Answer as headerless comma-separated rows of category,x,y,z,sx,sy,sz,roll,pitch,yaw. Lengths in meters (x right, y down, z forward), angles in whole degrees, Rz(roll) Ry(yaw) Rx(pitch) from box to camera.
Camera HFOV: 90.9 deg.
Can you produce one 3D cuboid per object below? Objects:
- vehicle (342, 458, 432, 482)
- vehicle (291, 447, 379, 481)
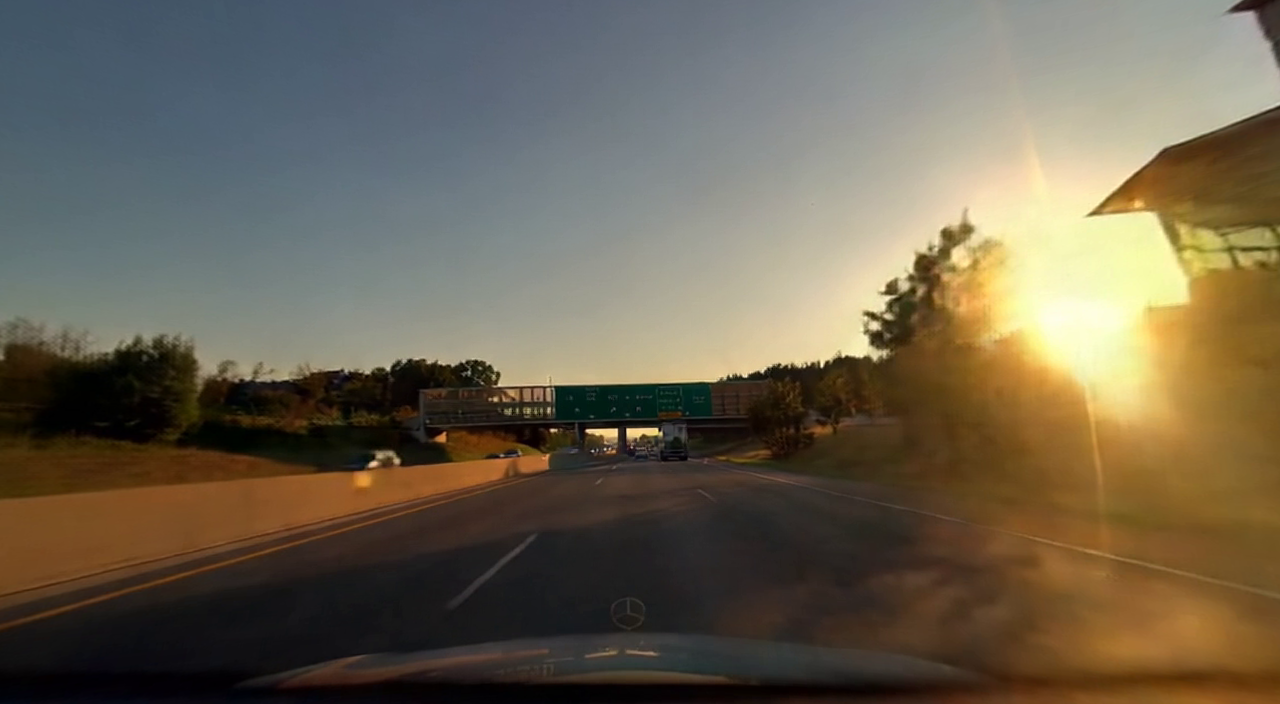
vehicle,-15.113,7.095,38.217,2.570,1.155,6.956,0,-9,0
vehicle,-15.118,5.582,31.595,1.949,1.549,4.819,0,-9,1
